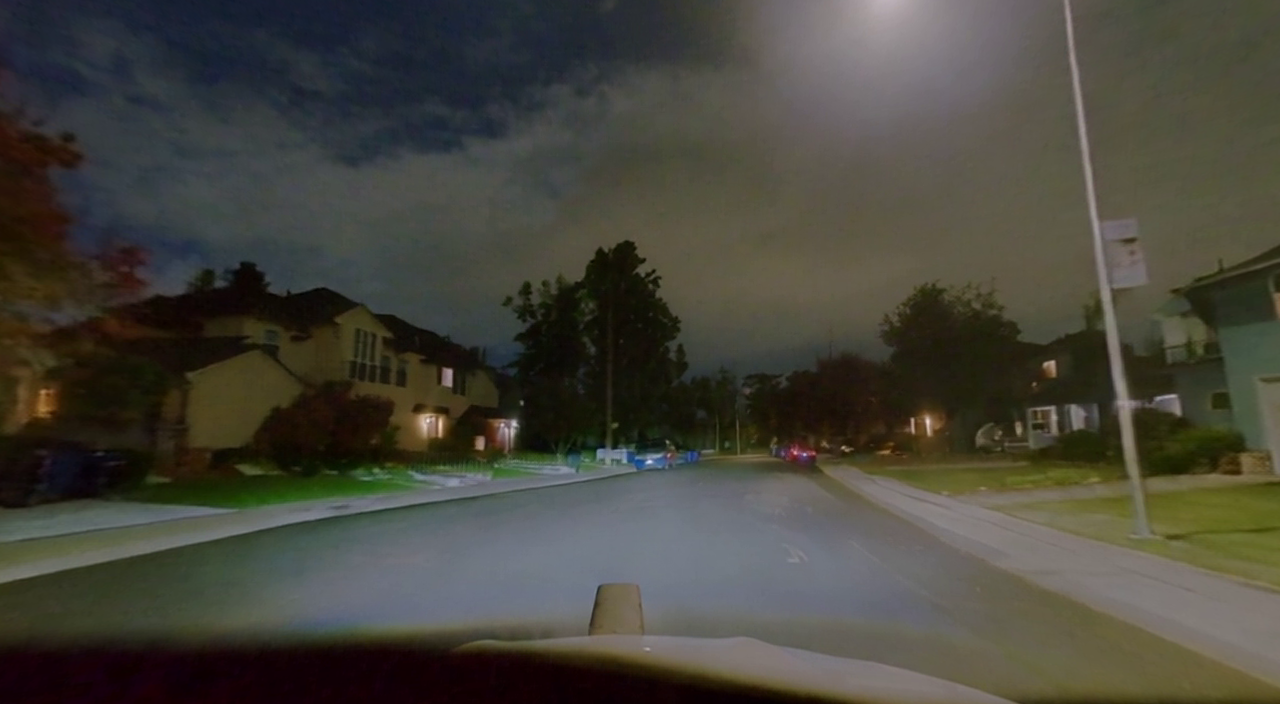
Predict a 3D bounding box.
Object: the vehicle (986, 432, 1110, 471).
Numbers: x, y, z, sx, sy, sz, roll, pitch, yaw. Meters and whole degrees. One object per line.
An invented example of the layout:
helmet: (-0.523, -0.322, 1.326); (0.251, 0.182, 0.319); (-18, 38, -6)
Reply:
vehicle: (18.688, 4.546, 29.091); (4.384, 1.688, 1.956); (1, -8, -4)

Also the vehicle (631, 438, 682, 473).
vehicle: (1.067, 6.035, 37.216); (2.215, 1.859, 4.765); (-2, -8, 11)

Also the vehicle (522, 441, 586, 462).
vehicle: (-6.094, 7.013, 44.546); (4.376, 1.458, 2.046); (1, -8, -10)
